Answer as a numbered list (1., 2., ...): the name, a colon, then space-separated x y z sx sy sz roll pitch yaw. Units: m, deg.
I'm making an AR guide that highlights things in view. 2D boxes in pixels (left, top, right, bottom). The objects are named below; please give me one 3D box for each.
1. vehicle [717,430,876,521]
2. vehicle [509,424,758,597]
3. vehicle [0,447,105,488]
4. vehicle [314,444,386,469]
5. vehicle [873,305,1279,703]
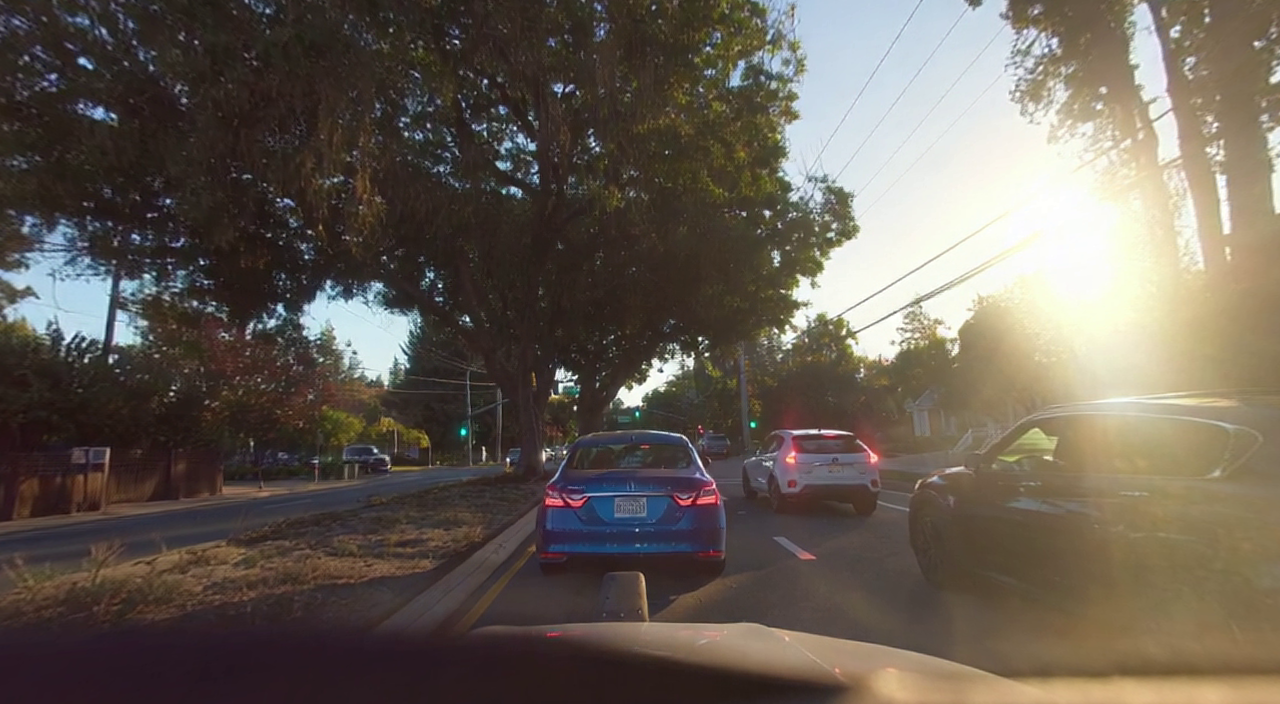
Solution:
1. vehicle: 2.951 2.435 13.064 1.971 1.517 4.521 0 -8 -2
2. vehicle: -0.094 1.711 7.715 2.186 1.500 4.141 0 -8 -1
3. vehicle: -22.529 4.236 23.307 4.092 1.438 1.639 -1 -8 1
4. vehicle: -19.909 7.173 43.499 3.957 1.630 1.881 0 -8 -1
5. vehicle: 3.369 0.966 4.067 2.006 1.766 4.345 0 -8 -1
